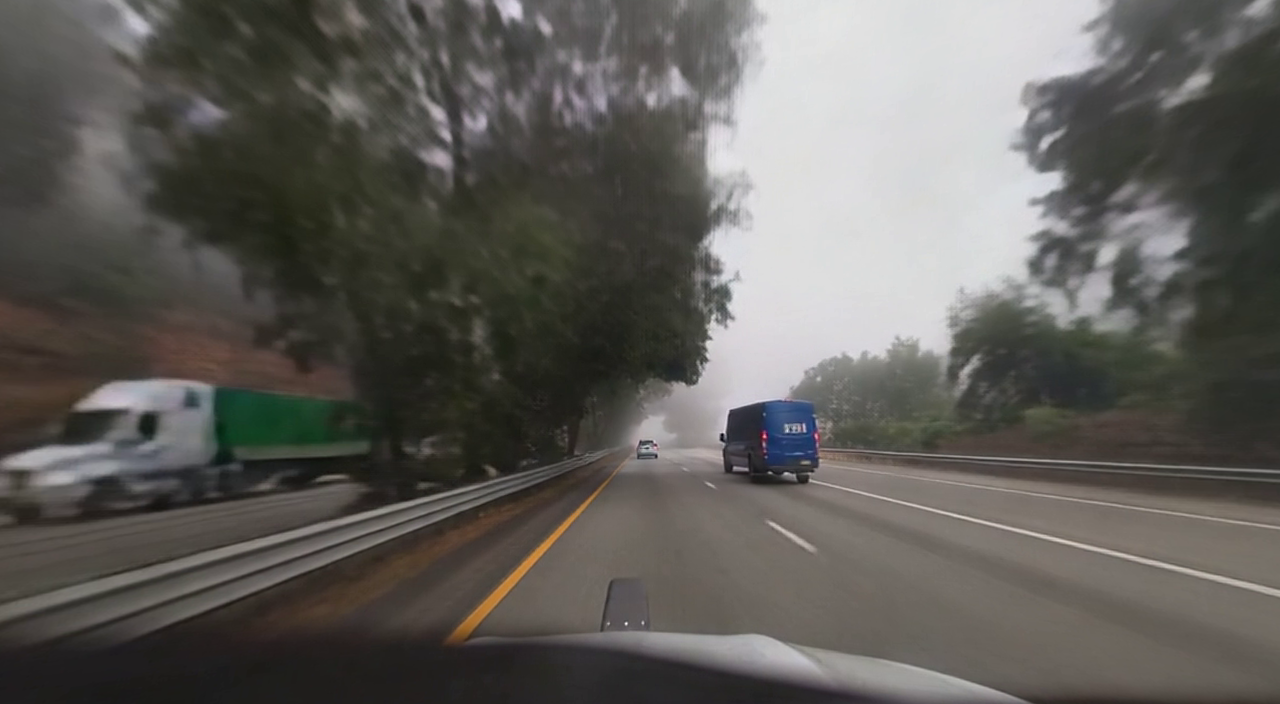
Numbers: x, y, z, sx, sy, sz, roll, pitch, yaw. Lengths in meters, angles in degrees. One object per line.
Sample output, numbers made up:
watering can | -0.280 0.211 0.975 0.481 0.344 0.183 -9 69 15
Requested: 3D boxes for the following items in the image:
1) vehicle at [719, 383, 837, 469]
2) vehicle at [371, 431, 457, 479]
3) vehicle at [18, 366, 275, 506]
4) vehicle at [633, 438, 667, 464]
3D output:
vehicle | 7.772 4.787 39.149 3.479 4.156 17.231 0 -8 0
vehicle | -10.589 4.853 29.913 2.128 2.047 4.976 0 -8 1
vehicle | -15.187 2.679 20.121 3.286 3.794 5.668 0 -8 2
vehicle | 0.653 6.555 41.783 2.121 1.590 4.434 0 -8 1
